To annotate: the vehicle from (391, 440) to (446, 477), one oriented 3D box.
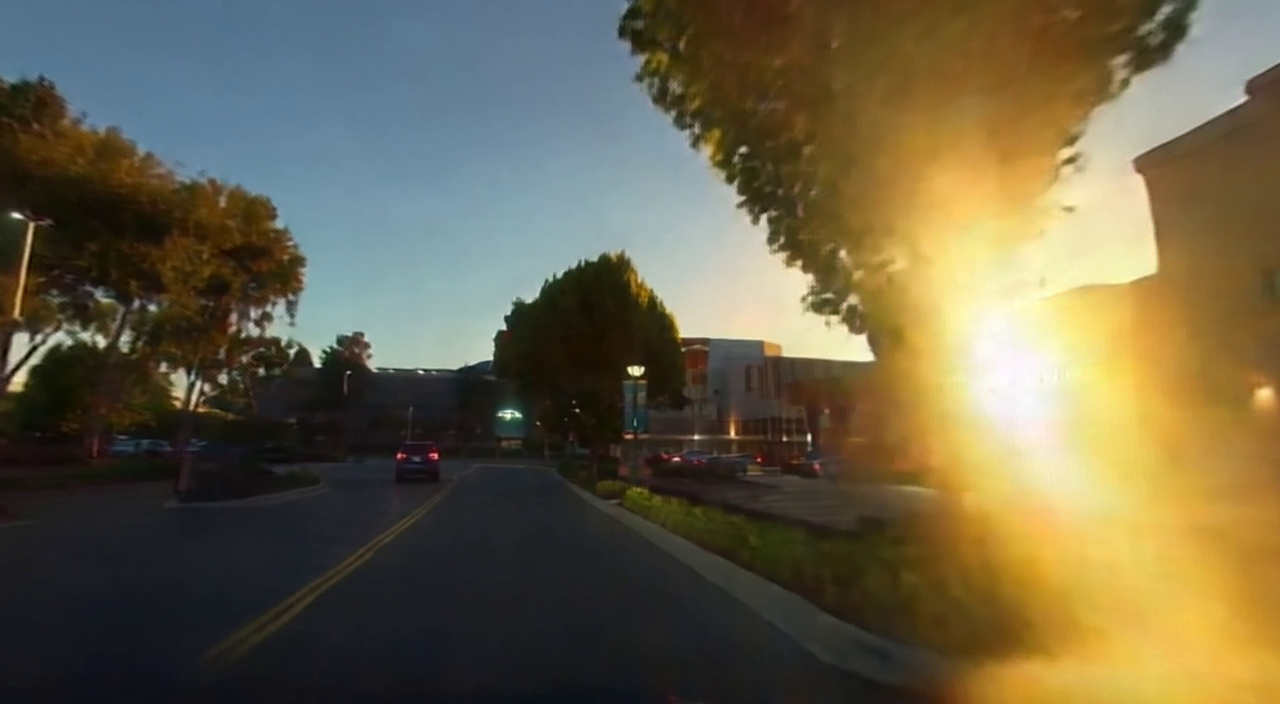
[{"bbox_3d":[-11.868,5.707,34.160,2.180,1.806,4.541,2,-9,-12],"label":"vehicle"}]
